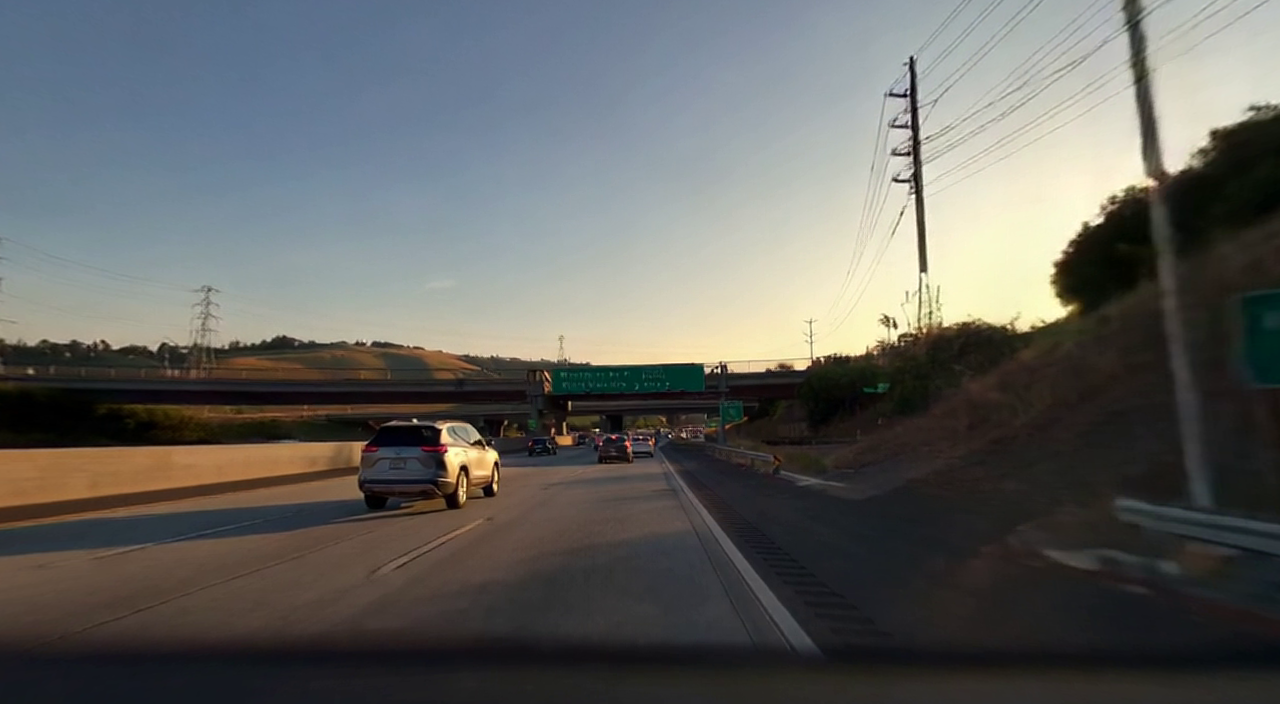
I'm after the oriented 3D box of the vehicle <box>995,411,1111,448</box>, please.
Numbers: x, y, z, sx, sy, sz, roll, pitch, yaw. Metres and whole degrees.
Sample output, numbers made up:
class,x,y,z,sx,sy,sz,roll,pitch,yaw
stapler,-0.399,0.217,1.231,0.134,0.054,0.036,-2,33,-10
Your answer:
class,x,y,z,sx,sy,sz,roll,pitch,yaw
vehicle,31.060,5.923,47.554,6.876,2.571,2.571,-7,-11,39

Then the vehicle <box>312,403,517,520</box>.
class,x,y,z,sx,sy,sz,roll,pitch,yaw
vehicle,-4.081,2.109,12.536,2.228,1.845,4.847,0,-8,1

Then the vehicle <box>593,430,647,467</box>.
class,x,y,z,sx,sy,sz,roll,pitch,yaw
vehicle,-0.891,4.638,30.361,2.193,1.651,3.946,-1,-8,4
